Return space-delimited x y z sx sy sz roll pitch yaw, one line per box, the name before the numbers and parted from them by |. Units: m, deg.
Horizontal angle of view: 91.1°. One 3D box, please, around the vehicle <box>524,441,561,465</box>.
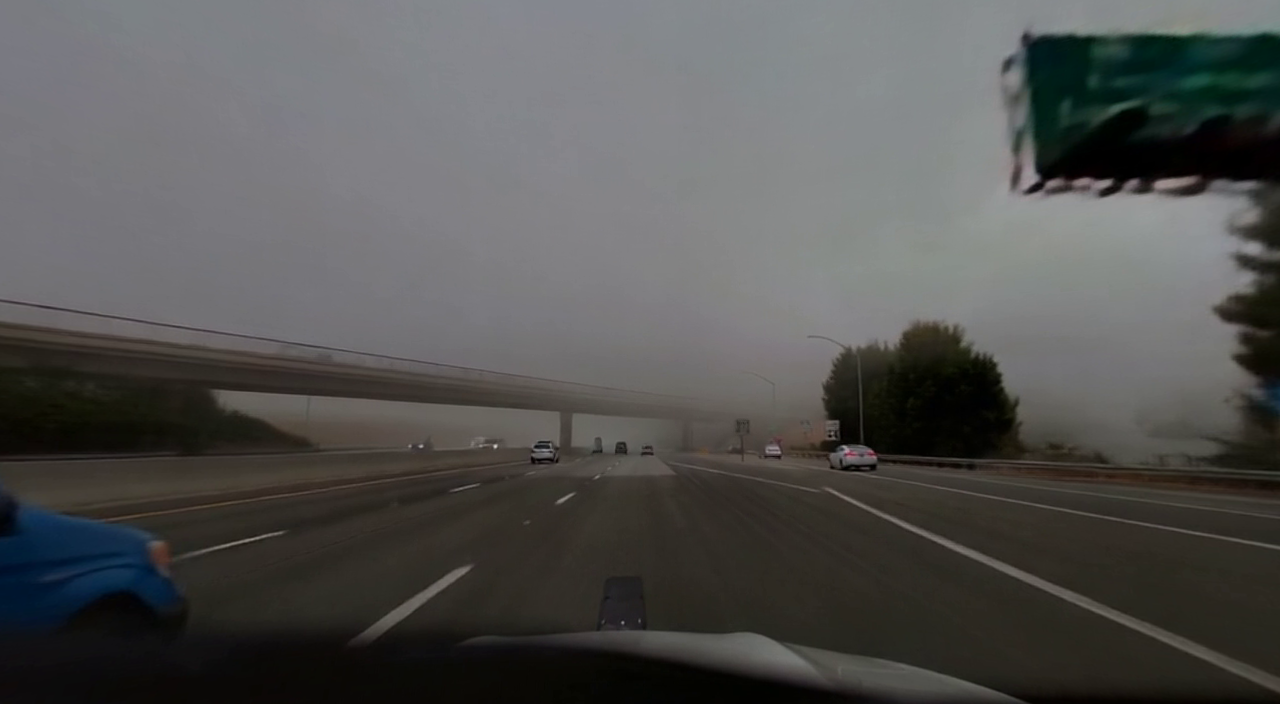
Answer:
vehicle | -6.832 7.113 44.369 1.935 1.633 3.955 0 -8 1
